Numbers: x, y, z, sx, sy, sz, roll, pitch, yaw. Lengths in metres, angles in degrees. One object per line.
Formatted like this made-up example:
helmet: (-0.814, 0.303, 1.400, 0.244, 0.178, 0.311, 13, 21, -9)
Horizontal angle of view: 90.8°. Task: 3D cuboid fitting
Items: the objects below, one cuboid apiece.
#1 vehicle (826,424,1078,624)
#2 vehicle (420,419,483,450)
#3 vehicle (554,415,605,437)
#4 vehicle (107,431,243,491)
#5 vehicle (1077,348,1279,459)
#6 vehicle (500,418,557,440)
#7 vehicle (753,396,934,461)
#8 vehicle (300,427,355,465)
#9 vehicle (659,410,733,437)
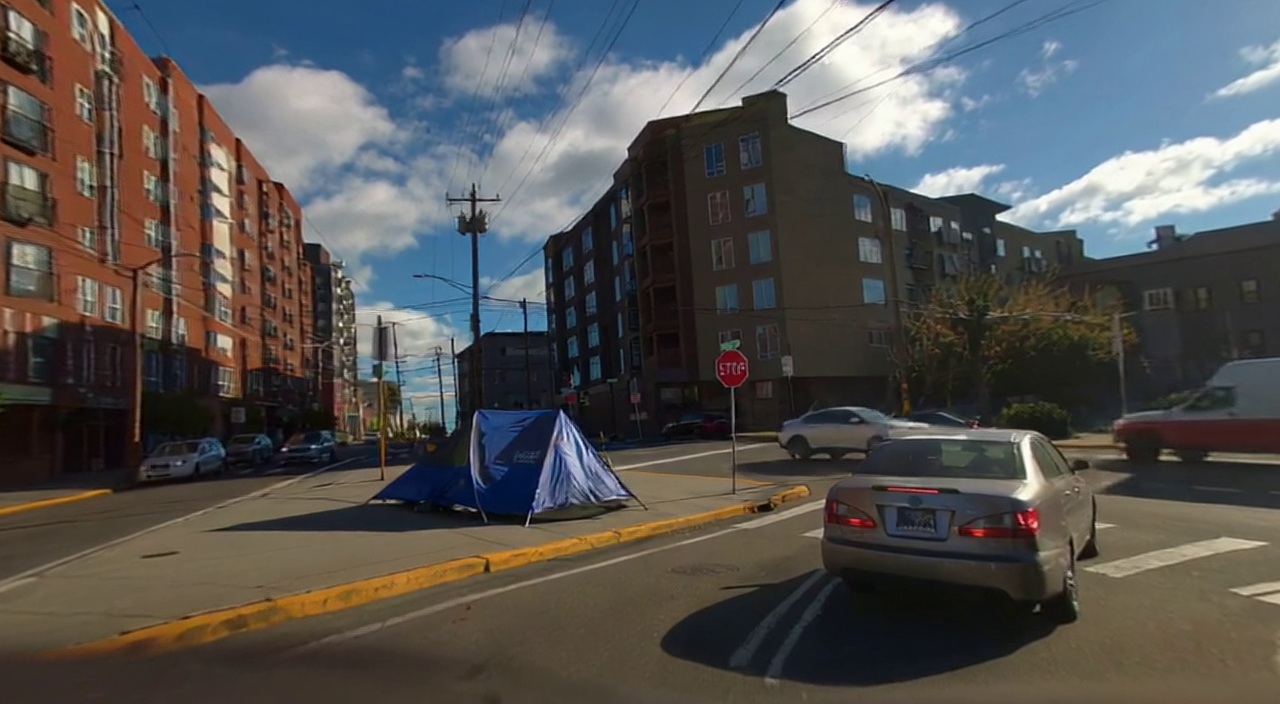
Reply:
vehicle: (3.943, 1.767, 7.581, 1.945, 1.647, 4.160, -6, -10, 35)
vehicle: (-11.029, 4.839, 36.760, 1.870, 1.724, 4.320, 7, -11, -40)
vehicle: (-4.578, 5.598, 47.396, 1.768, 1.492, 4.090, 7, -11, -40)
vehicle: (-15.867, 3.729, 21.967, 2.054, 1.800, 5.212, 2, -9, -17)
vehicle: (17.977, 1.661, 19.159, 2.584, 3.075, 7.172, 8, -12, -44)
vehicle: (-8.180, 5.653, 46.140, 2.089, 1.506, 4.641, 6, -11, -38)
vehicle: (6.915, 2.694, 22.020, 2.152, 1.970, 5.506, 3, -8, -44)
vehicle: (-15.509, 4.658, 31.520, 1.987, 1.686, 3.971, 1, -8, -19)
vehicle: (3.297, 4.344, 37.869, 1.790, 1.468, 4.422, 7, -11, -39)
